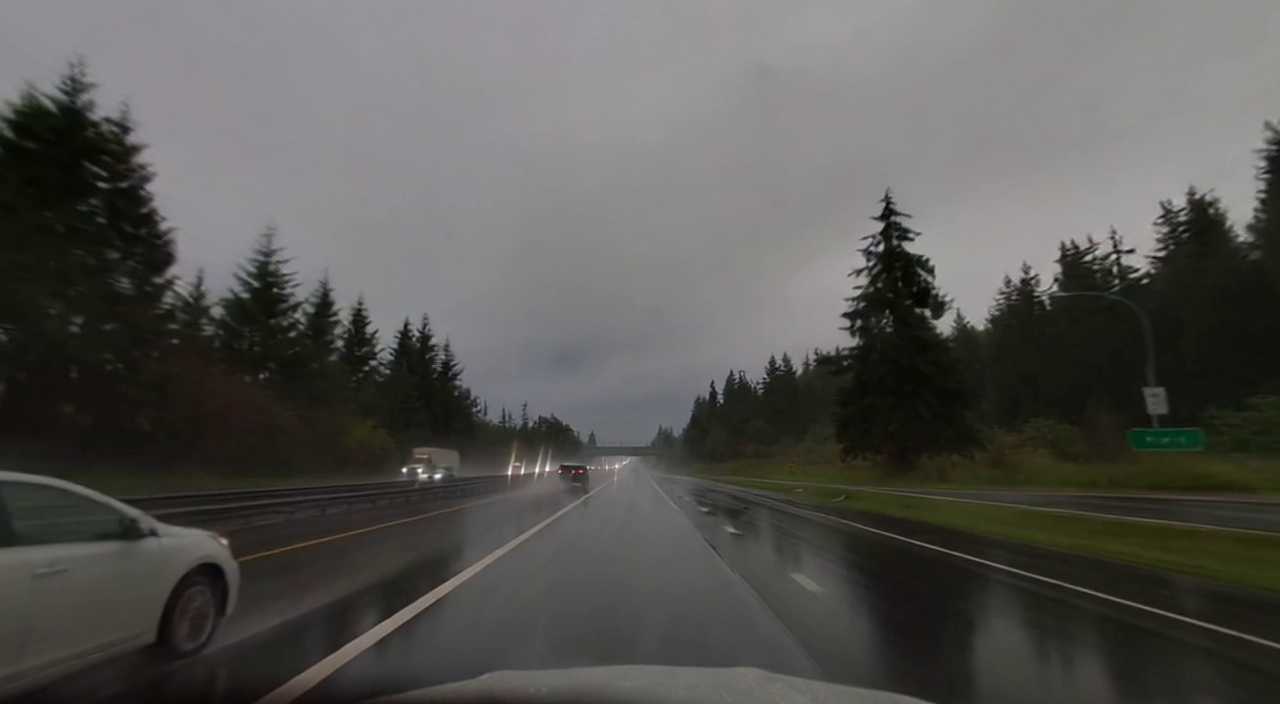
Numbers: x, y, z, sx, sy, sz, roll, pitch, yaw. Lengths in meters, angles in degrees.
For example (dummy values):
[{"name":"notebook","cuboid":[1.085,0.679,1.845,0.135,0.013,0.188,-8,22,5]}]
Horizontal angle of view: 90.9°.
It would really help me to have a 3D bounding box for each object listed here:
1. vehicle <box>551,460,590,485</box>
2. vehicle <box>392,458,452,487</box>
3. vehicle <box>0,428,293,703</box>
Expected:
[{"name":"vehicle","cuboid":[-4.613,8.060,42.194,2.126,1.488,4.186,1,-11,0]},{"name":"vehicle","cuboid":[-12.569,6.979,36.553,1.913,1.519,4.201,1,-11,1]},{"name":"vehicle","cuboid":[-3.904,1.065,2.929,1.998,1.427,4.462,1,-11,0]}]
